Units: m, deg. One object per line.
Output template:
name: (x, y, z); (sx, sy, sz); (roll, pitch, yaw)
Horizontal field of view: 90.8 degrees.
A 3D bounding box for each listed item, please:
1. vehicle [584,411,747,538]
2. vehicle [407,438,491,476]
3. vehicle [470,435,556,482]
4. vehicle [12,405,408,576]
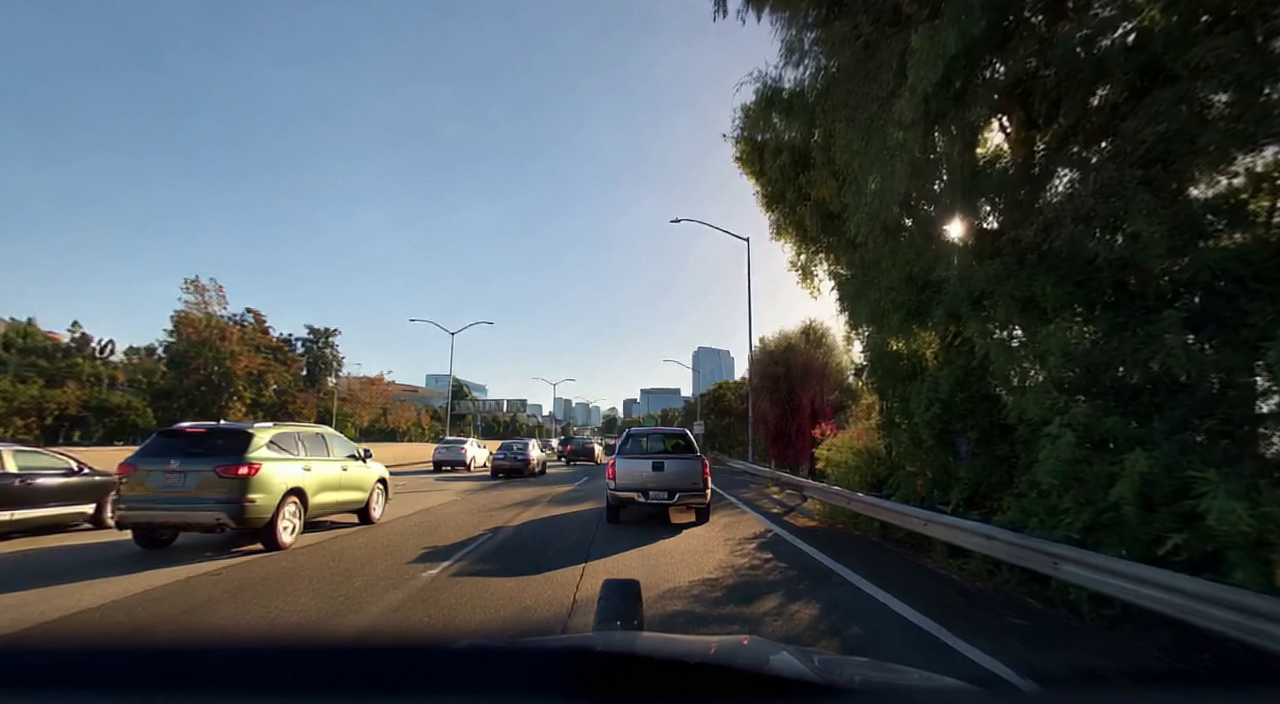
vehicle: (0.426, 2.021, 10.970); (2.235, 1.716, 4.435); (-1, -8, 2)
vehicle: (-7.866, 4.363, 26.539); (1.925, 1.454, 4.270); (-1, -9, 4)
vehicle: (-4.272, 3.656, 21.928); (1.868, 1.470, 4.105); (-1, -9, 4)
vehicle: (-5.135, 1.708, 8.553); (2.076, 1.688, 4.334); (-1, -9, 4)
